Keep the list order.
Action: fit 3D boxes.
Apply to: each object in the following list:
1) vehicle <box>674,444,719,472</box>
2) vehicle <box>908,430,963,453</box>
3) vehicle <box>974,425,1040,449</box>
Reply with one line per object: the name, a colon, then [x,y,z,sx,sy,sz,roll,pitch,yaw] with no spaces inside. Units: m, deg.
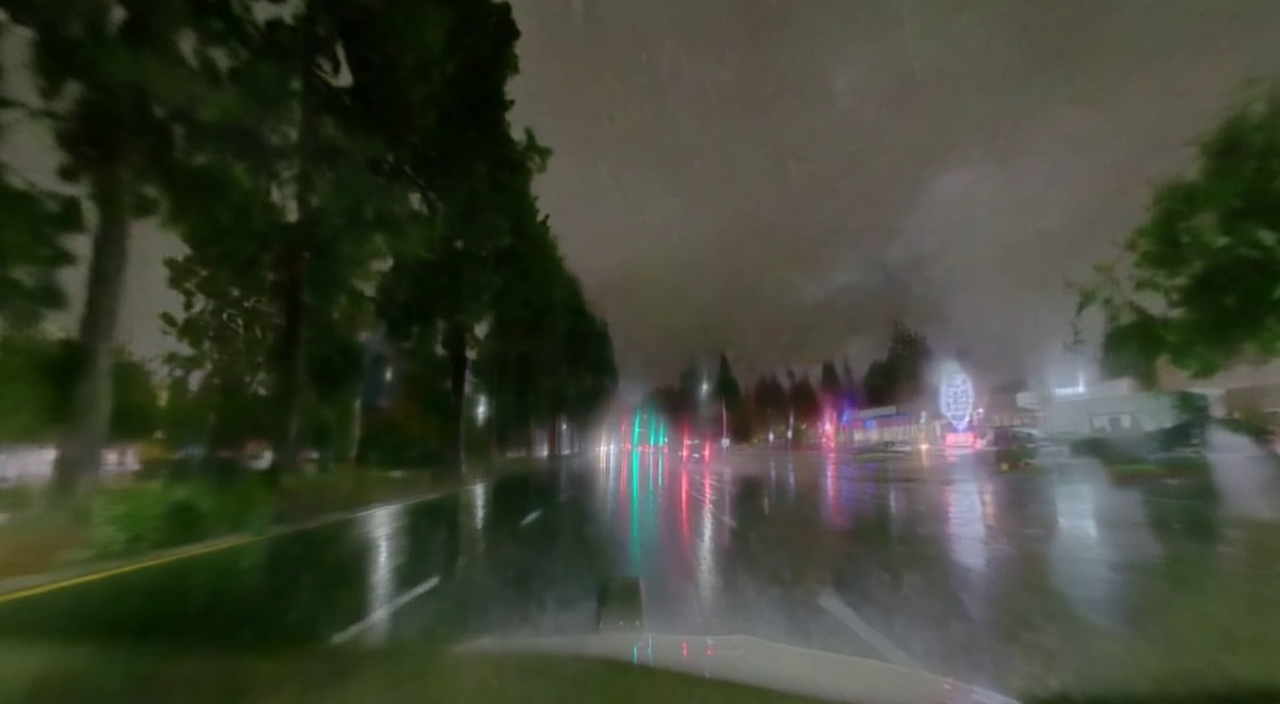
vehicle: [3.189,6.119,36.662,2.033,1.482,4.571,0,-8,-2]
vehicle: [21.775,6.646,46.739,1.911,1.604,4.411,-1,-8,-1]
vehicle: [27.571,6.362,47.641,2.037,1.633,4.447,1,-6,-6]
